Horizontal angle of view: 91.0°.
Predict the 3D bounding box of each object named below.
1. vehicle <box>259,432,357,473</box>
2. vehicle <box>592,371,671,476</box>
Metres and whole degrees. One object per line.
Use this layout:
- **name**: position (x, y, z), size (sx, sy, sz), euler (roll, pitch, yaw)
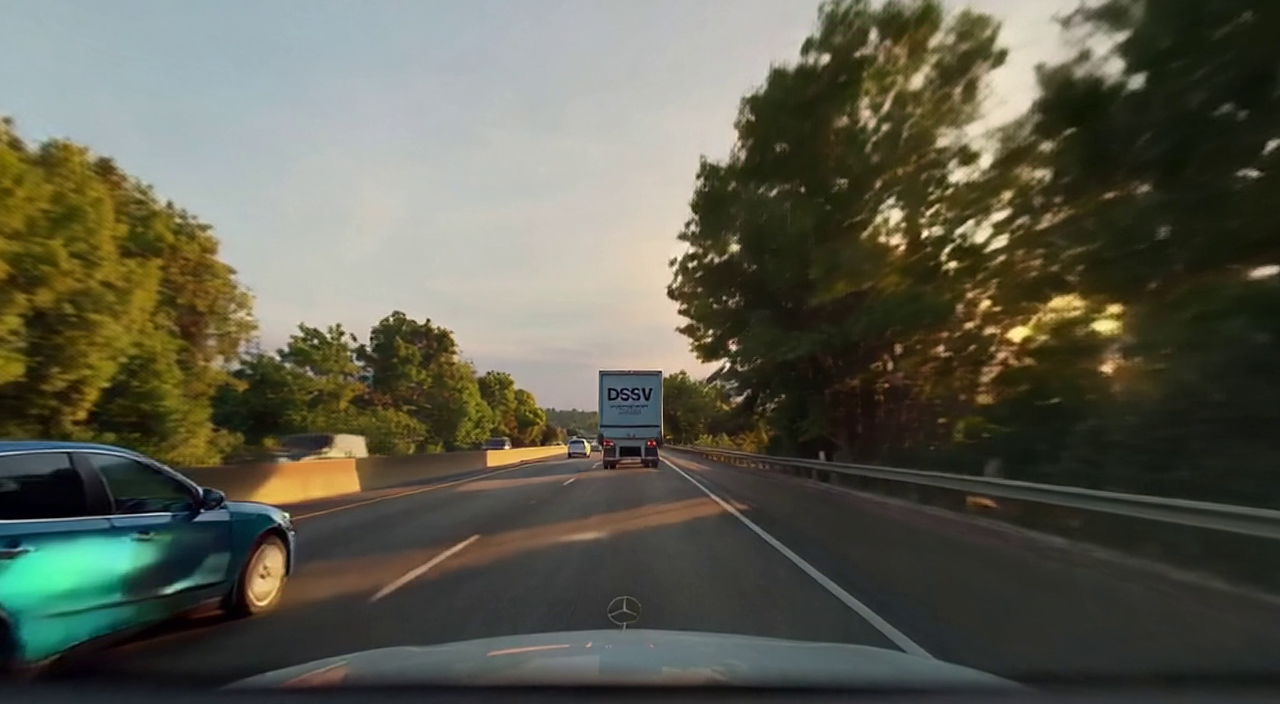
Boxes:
- **vehicle**: position (-13.554, 4.111, 26.021), size (1.790, 1.518, 4.111), euler (0, -8, 0)
- **vehicle**: position (-0.438, 3.381, 28.844), size (2.969, 3.957, 10.270), euler (0, -8, -1)
